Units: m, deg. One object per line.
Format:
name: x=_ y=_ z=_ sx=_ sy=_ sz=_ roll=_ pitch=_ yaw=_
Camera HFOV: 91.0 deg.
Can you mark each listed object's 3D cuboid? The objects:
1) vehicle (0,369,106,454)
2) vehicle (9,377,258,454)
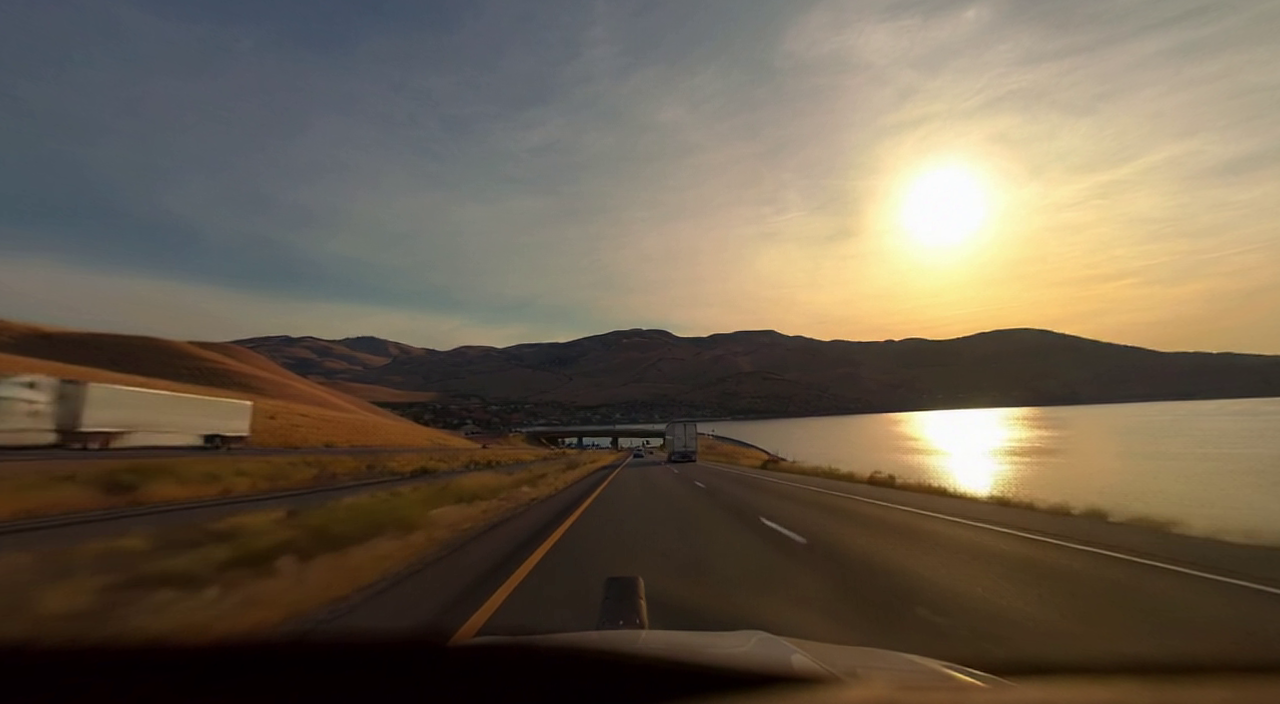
vehicle: x=-32.230 y=3.235 z=32.751 sx=2.909 sy=4.035 sz=6.523 roll=0 pitch=-9 yaw=0
vehicle: x=-32.234 y=4.688 z=42.111 sx=3.149 sy=4.177 sz=16.156 roll=1 pitch=-9 yaw=1
